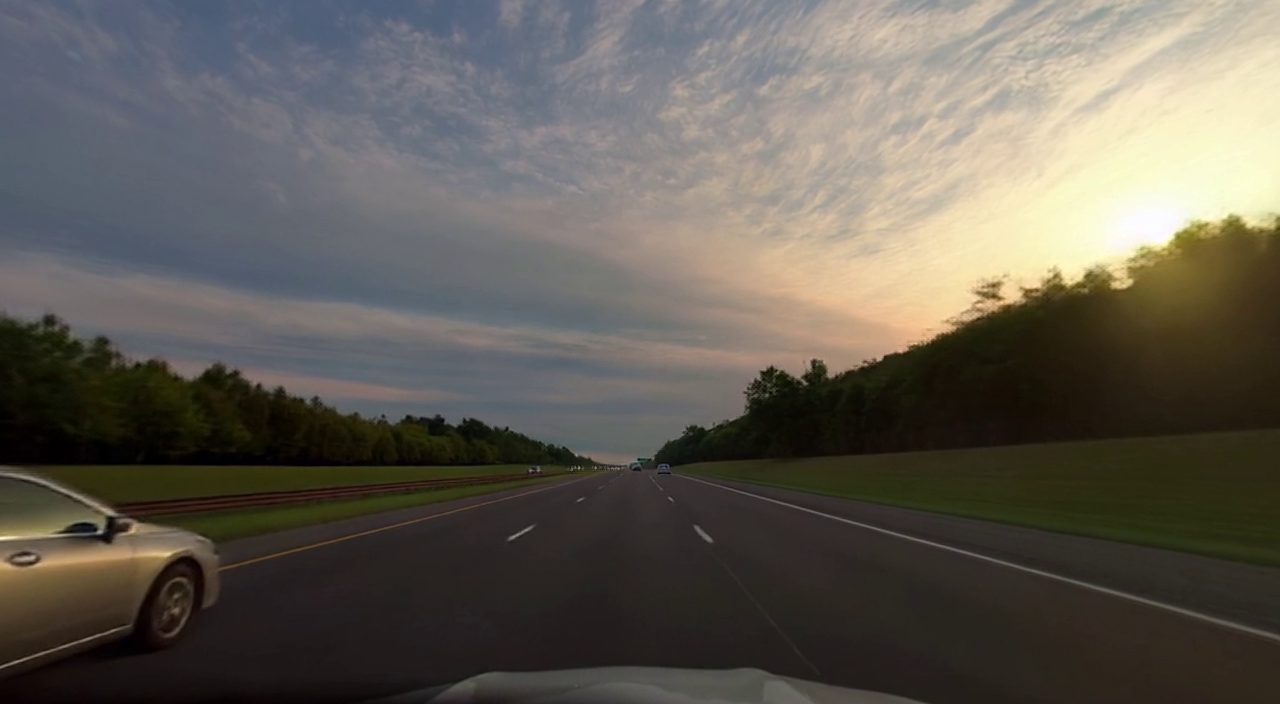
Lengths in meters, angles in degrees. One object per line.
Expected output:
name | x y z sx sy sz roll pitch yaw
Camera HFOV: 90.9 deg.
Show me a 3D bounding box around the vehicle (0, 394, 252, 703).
vehicle | -4.024 0.899 2.459 1.928 1.593 4.871 1 -10 -1
